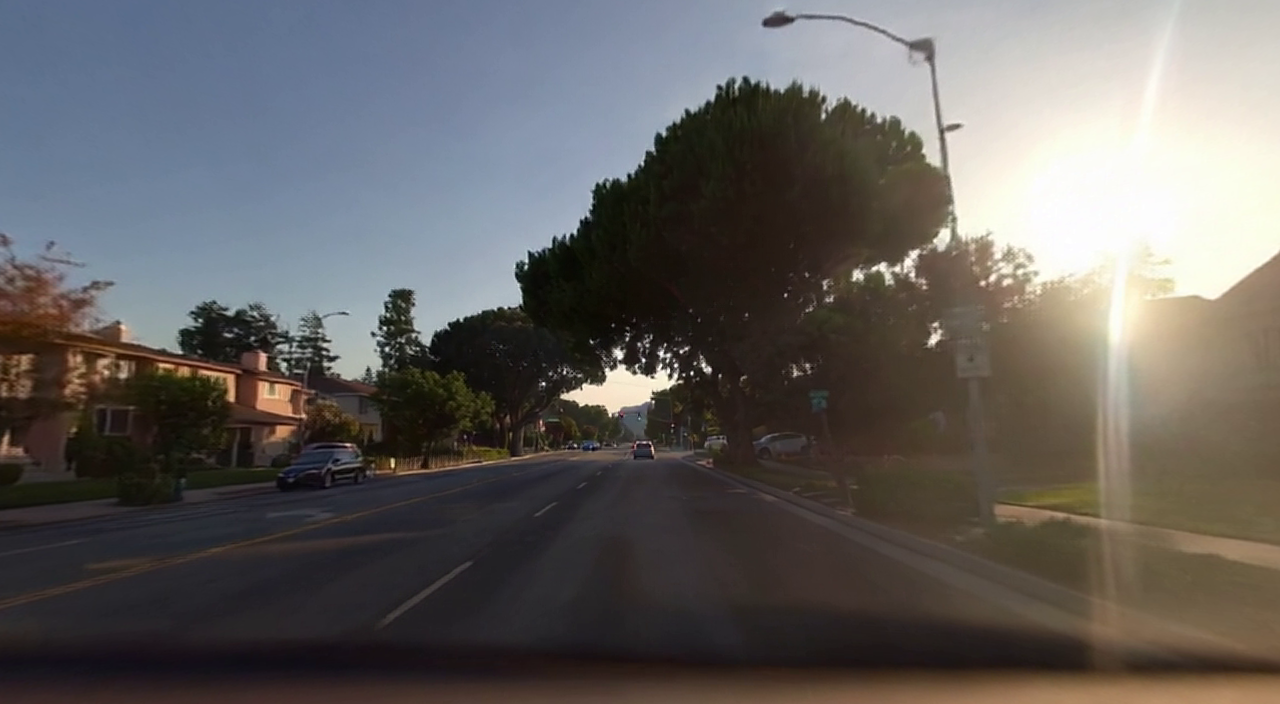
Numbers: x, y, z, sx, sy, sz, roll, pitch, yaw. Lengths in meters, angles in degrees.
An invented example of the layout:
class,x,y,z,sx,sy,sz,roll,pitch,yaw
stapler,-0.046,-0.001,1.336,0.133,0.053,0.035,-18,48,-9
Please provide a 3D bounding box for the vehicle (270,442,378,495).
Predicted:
class,x,y,z,sx,sy,sz,roll,pitch,yaw
vehicle,-14.195,5.204,28.737,2.337,1.850,5.448,-4,-7,-2

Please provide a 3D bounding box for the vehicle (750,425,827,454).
class,x,y,z,sx,sy,sz,roll,pitch,yaw
vehicle,10.324,6.155,44.111,4.746,1.485,1.916,-6,-8,-1
